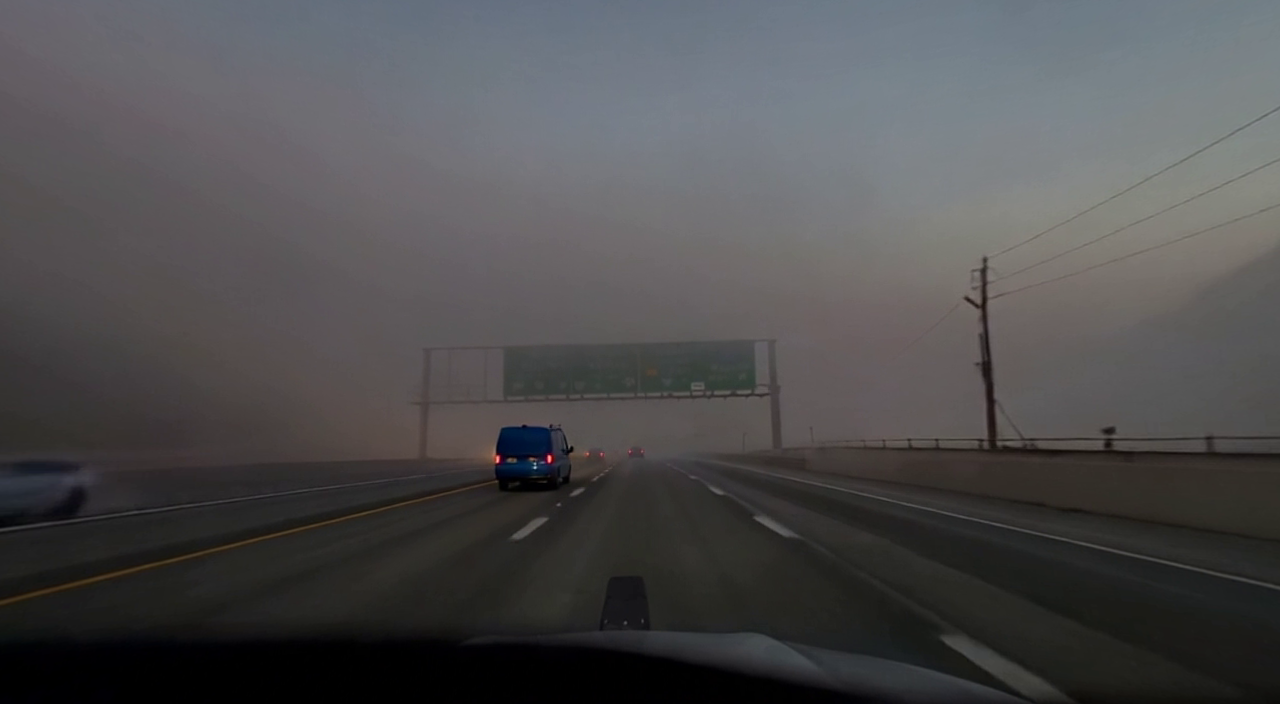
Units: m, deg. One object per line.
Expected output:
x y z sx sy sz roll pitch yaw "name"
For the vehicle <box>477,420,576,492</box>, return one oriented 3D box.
-3.462 3.272 20.152 2.281 2.025 4.586 0 -8 0 "vehicle"
